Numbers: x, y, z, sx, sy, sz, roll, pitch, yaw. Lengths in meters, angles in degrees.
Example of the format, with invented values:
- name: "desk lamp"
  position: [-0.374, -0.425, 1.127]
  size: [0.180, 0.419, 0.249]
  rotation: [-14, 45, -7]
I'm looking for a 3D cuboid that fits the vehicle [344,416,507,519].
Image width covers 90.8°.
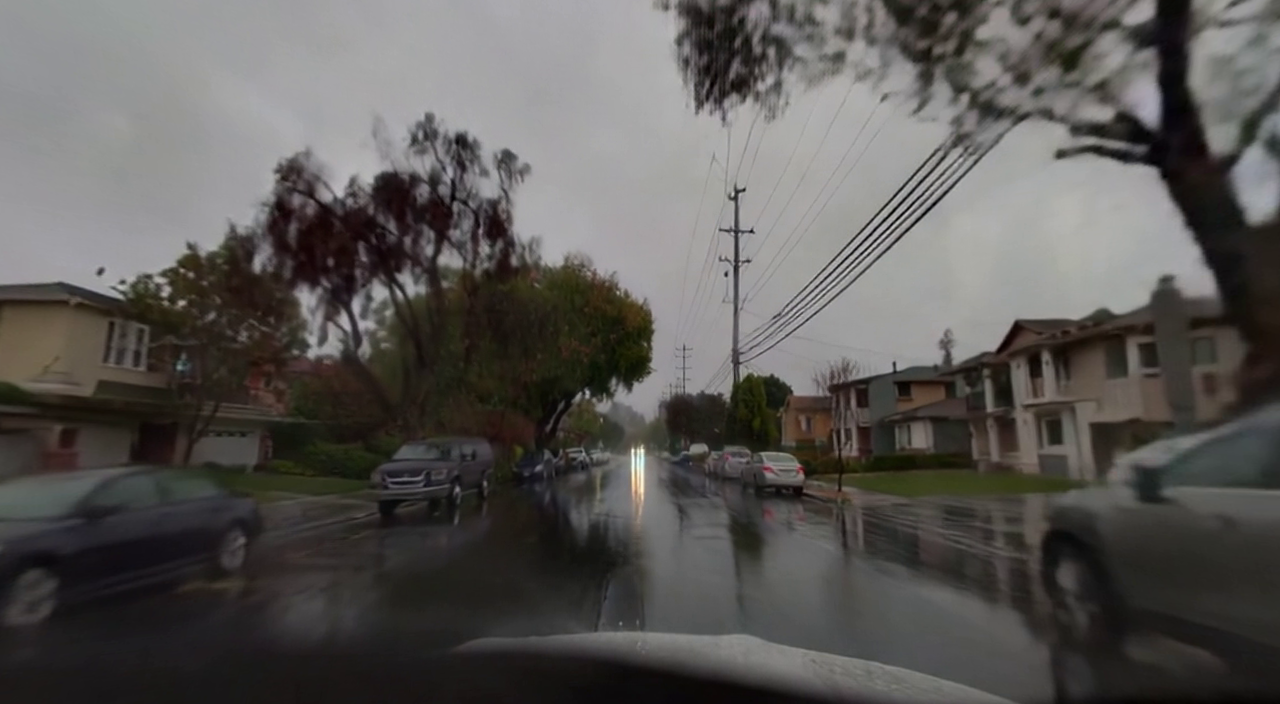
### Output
- name: "vehicle"
  position: [-5.165, 2.893, 16.330]
  size: [2.242, 2.135, 5.566]
  rotation: [-1, -9, 0]

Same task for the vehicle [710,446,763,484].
- name: "vehicle"
  position: [4.564, 5.388, 30.467]
  size: [1.979, 1.620, 4.684]
  rotation: [1, -9, 2]

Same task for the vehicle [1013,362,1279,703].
- name: "vehicle"
  position: [3.857, 0.932, 2.579]
  size: [2.049, 1.776, 4.285]
  rotation: [1, -9, 0]

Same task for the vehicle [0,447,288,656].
- name: "vehicle"
  position: [-5.317, 1.580, 5.620]
  size: [1.824, 1.417, 4.395]
  rotation: [-1, -9, 0]

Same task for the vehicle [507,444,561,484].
- name: "vehicle"
  position: [-5.070, 5.378, 30.732]
  size: [1.873, 1.709, 4.206]
  rotation: [-3, -8, 1]

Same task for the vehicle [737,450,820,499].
- name: "vehicle"
  position: [4.554, 4.091, 21.508]
  size: [1.893, 1.437, 4.369]
  rotation: [1, -9, 1]
